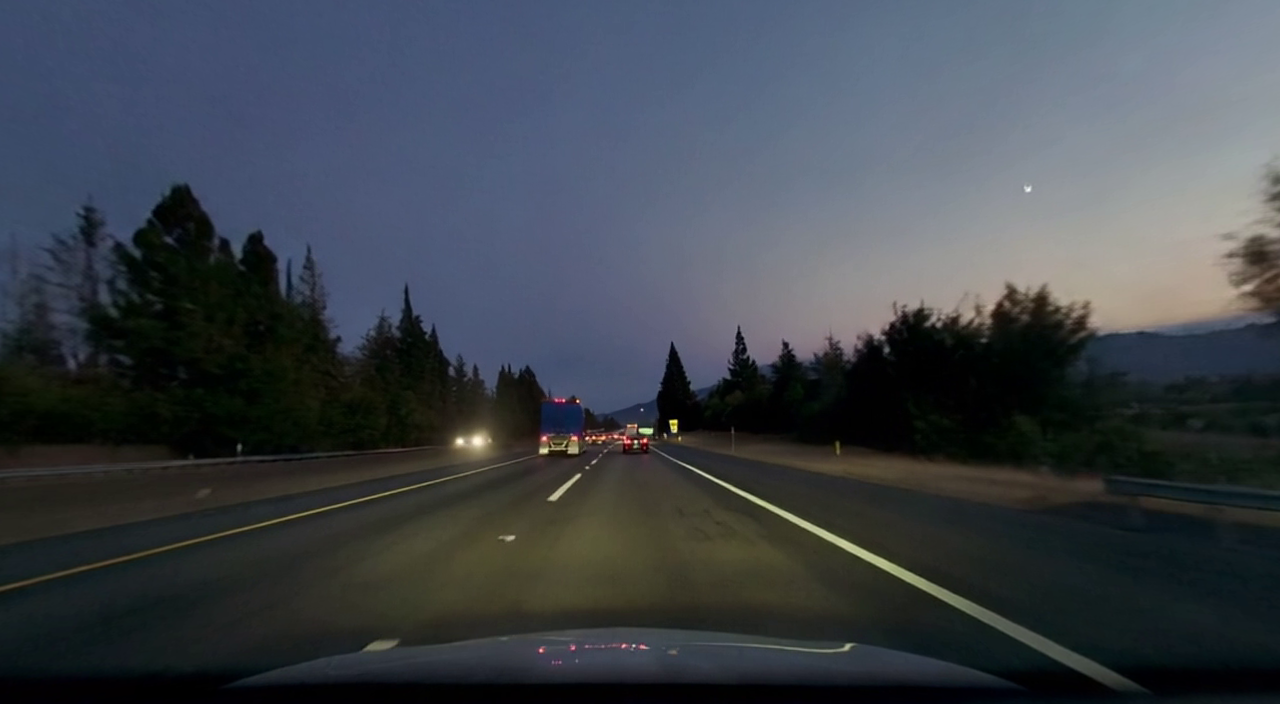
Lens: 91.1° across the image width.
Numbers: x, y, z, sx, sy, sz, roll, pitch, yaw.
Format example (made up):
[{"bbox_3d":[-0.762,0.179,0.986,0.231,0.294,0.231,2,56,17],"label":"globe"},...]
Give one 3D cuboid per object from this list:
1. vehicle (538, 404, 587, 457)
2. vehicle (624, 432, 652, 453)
[{"bbox_3d":[-4.842,5.039,40.302,2.450,3.098,6.965,0,-8,-2],"label":"vehicle"},{"bbox_3d":[-0.177,6.667,46.569,1.988,1.472,3.716,0,-8,-2],"label":"vehicle"}]
